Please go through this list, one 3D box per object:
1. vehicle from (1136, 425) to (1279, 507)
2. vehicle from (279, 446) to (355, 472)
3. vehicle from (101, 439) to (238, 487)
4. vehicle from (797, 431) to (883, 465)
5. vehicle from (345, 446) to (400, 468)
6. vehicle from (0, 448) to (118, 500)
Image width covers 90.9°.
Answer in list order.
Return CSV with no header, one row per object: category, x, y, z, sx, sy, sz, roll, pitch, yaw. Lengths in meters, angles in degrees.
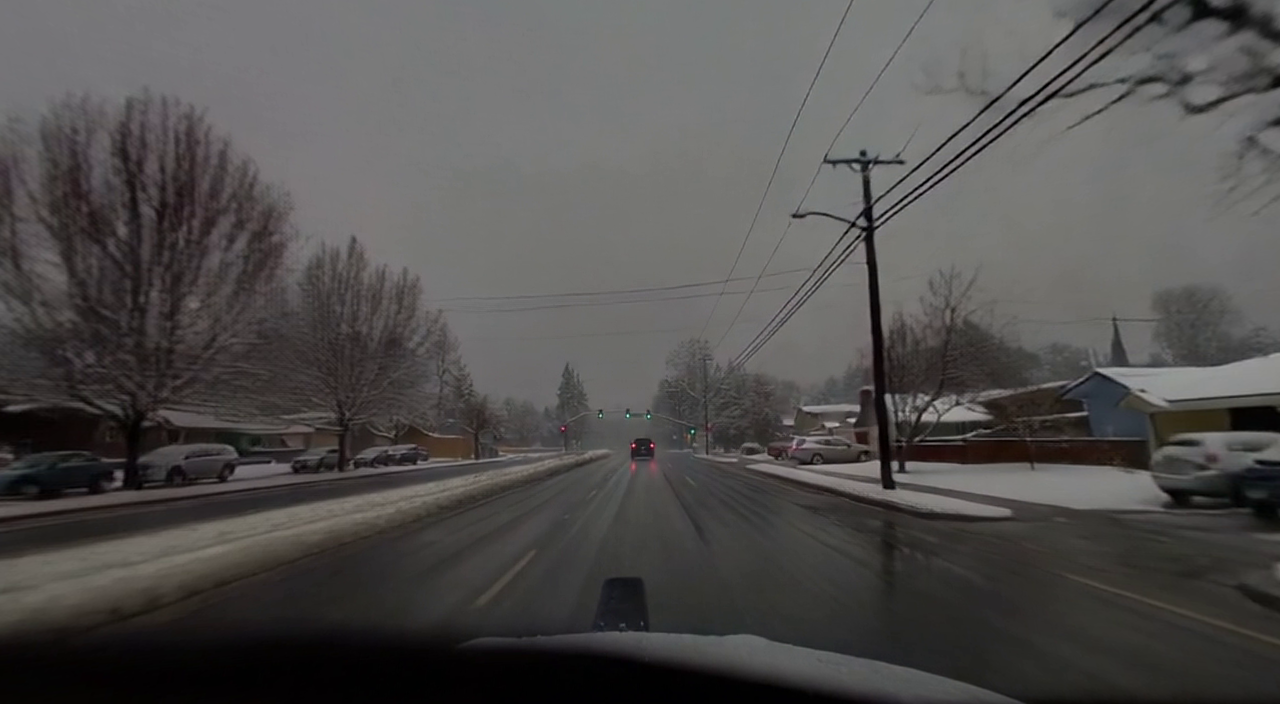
vehicle,14.440,2.591,14.471,4.514,1.745,1.815,0,-9,-1
vehicle,-20.257,6.702,39.765,2.178,1.484,4.726,0,-8,2
vehicle,-20.465,4.827,27.775,2.047,1.898,5.032,0,-8,1
vehicle,11.994,5.793,38.086,4.305,1.997,2.453,0,-8,0
vehicle,-19.956,7.827,47.256,2.050,1.501,4.588,0,-8,1
vehicle,-20.406,4.083,21.540,1.764,1.570,3.910,0,-8,0
